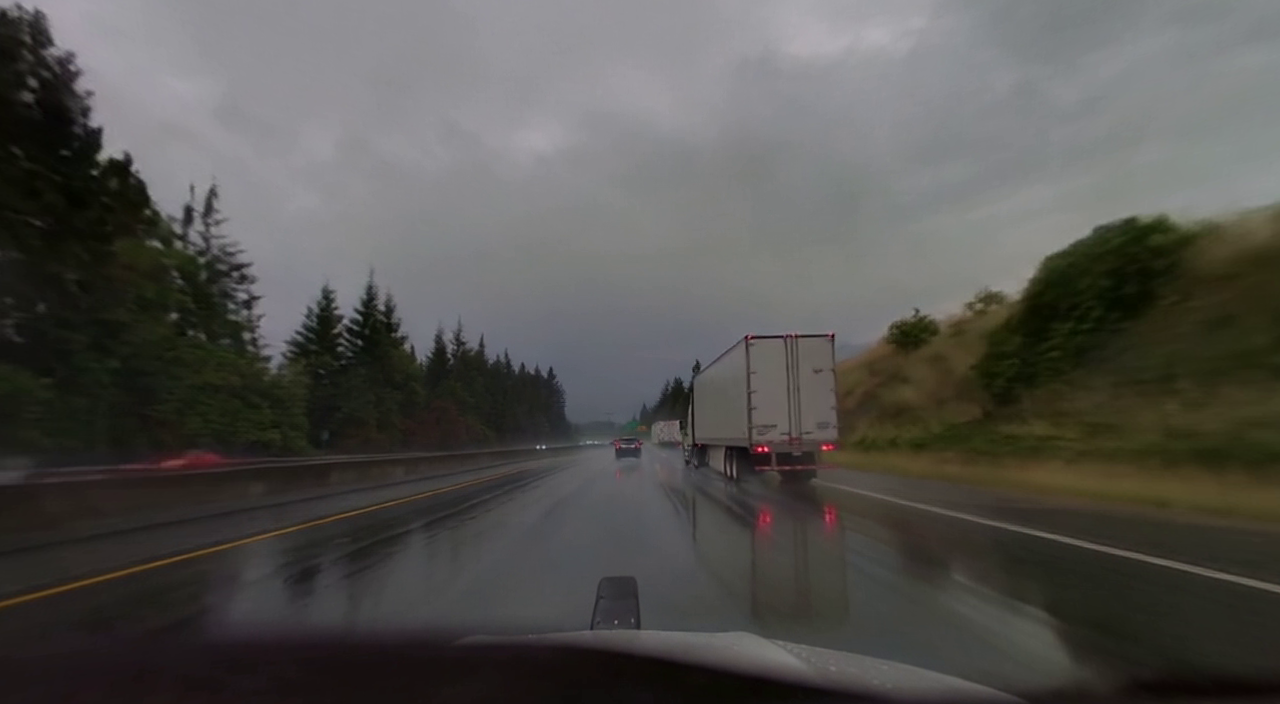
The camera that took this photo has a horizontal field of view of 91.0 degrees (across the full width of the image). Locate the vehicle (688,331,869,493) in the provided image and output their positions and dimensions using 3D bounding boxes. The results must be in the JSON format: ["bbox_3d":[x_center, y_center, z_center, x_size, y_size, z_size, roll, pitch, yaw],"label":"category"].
[{"bbox_3d":[4.050,2.515,23.247,3.005,4.121,14.417,0,-8,-2],"label":"vehicle"}]

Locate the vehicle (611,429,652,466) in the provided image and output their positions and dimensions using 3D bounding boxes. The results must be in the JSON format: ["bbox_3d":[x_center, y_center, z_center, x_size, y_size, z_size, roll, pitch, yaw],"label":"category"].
[{"bbox_3d":[-0.499,5.489,36.322,2.211,1.933,4.315,0,-8,-1],"label":"vehicle"}]
